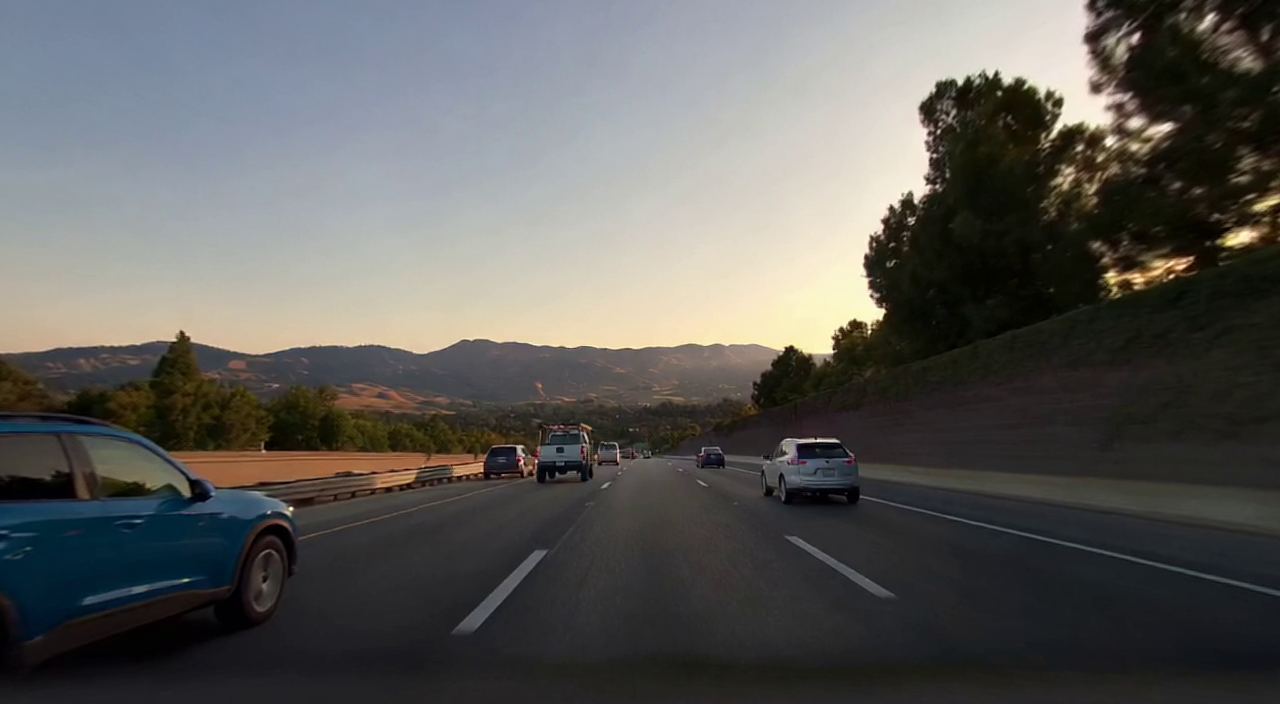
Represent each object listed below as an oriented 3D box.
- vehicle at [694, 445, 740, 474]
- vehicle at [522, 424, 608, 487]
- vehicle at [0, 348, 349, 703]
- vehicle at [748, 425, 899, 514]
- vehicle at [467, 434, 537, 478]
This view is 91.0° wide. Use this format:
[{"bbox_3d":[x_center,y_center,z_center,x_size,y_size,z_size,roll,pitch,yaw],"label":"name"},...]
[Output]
[{"bbox_3d":[4.494,6.321,37.220,2.071,1.570,4.637,0,-9,-1],"label":"vehicle"},{"bbox_3d":[-2.684,3.932,24.134,2.494,2.136,5.539,0,-9,1],"label":"vehicle"},{"bbox_3d":[-3.728,0.986,3.537,2.080,1.716,4.207,0,-9,1],"label":"vehicle"},{"bbox_3d":[3.918,2.614,14.439,2.066,1.696,4.604,0,-9,0],"label":"vehicle"},{"bbox_3d":[-6.520,4.973,30.323,2.149,1.922,4.976,0,-9,1],"label":"vehicle"}]
